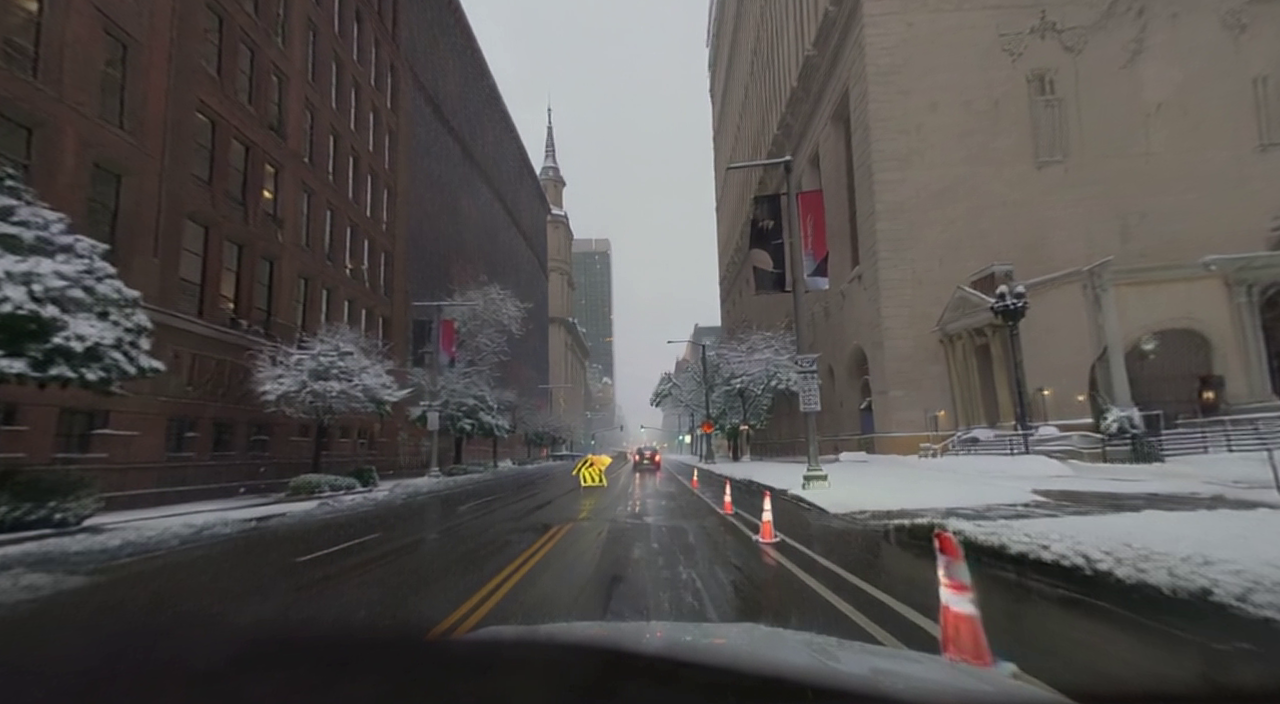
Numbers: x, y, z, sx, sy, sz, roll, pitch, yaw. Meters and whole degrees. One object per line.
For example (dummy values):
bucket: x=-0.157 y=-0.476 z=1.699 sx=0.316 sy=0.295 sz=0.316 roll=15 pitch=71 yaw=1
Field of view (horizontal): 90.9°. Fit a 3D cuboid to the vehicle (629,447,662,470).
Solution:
vehicle: x=0.423 y=7.661 z=45.564 sx=2.216 sy=1.492 sz=4.725 roll=0 pitch=-9 yaw=1
